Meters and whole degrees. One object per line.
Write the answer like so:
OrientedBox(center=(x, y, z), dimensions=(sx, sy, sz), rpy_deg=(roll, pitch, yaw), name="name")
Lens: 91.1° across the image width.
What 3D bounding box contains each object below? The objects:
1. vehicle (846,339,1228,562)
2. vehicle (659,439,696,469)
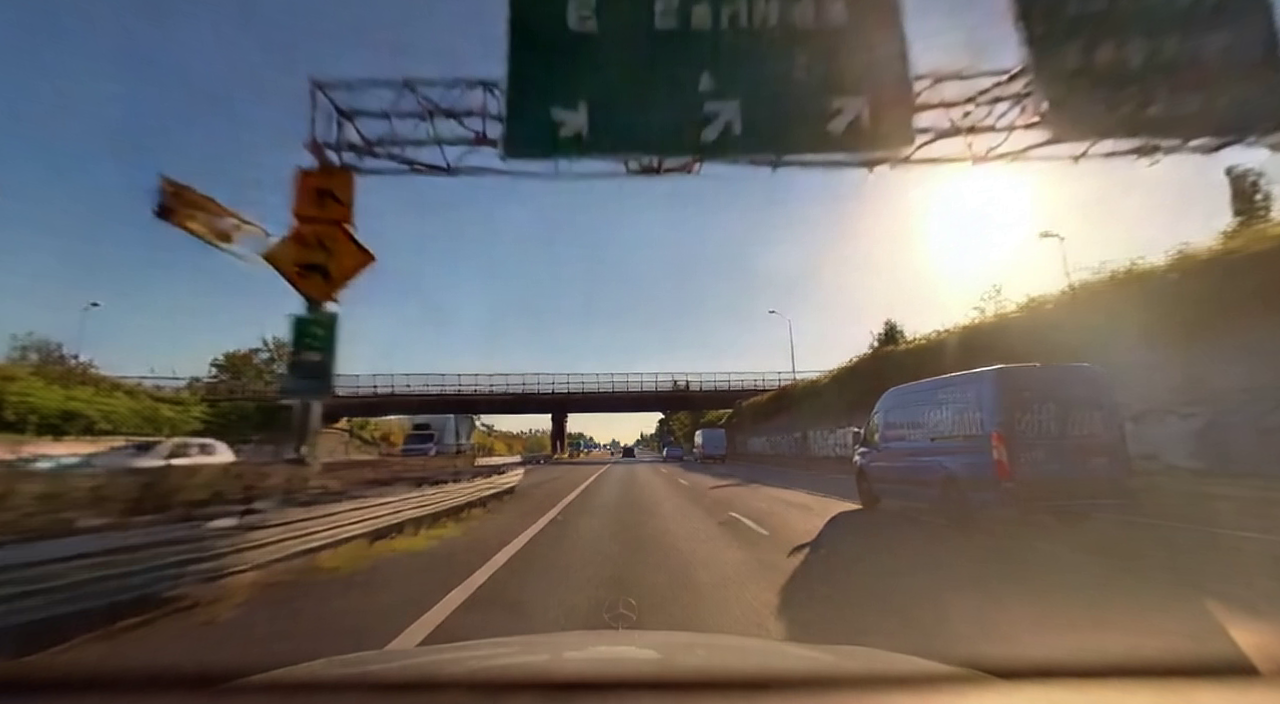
OrientedBox(center=(5.642, 1.572, 10.358), dimensions=(2.283, 2.631, 5.719), rpy_deg=(0, -9, -2), name="vehicle")
OrientedBox(center=(2.543, 7.102, 43.873), dimensions=(2.007, 1.943, 5.010), rpy_deg=(0, -9, -3), name="vehicle")
